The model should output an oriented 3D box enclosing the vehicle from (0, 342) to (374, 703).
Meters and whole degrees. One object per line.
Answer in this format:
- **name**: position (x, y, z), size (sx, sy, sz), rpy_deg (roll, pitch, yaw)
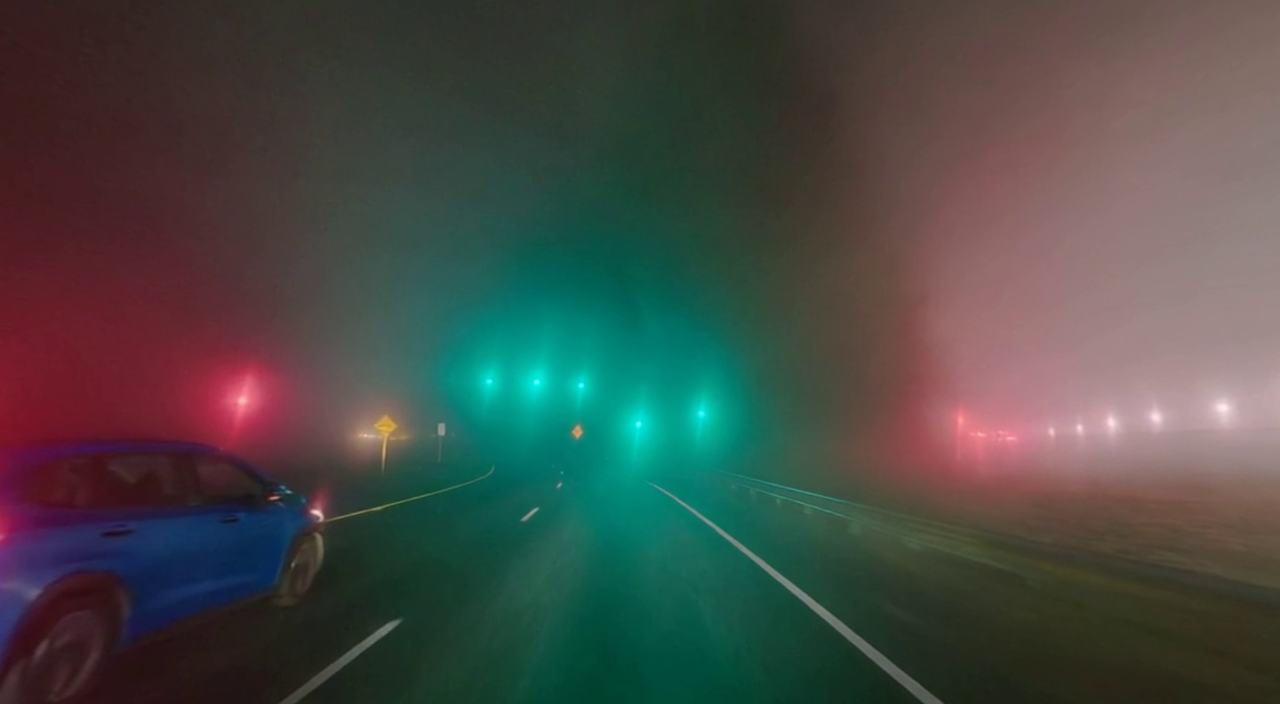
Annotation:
- **vehicle**: position (-4.204, 1.153, 4.715), size (2.336, 1.857, 4.986), rpy_deg (0, -8, -1)
